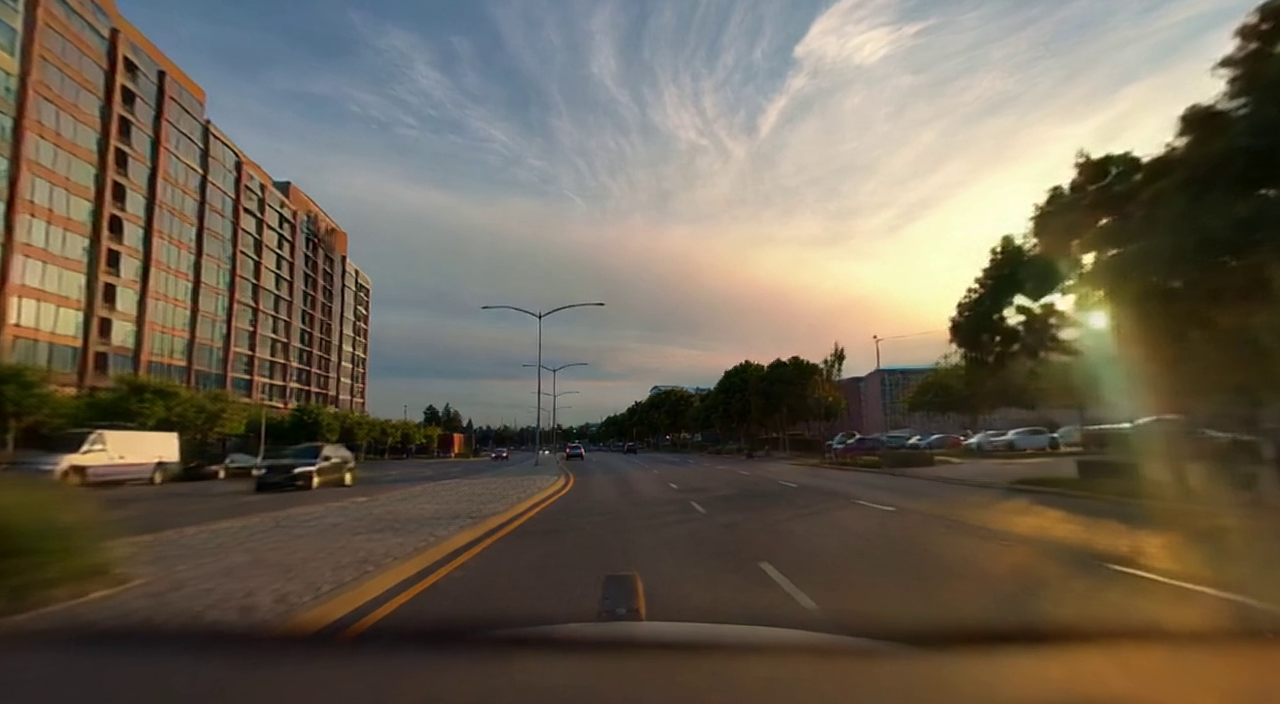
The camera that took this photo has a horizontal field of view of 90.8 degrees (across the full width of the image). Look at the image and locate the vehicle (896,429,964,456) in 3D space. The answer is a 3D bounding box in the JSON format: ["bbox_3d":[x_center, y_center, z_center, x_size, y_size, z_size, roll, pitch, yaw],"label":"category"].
[{"bbox_3d":[21.247,6.648,46.457,4.218,1.780,2.331,-1,-10,17],"label":"vehicle"}]

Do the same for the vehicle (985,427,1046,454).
[{"bbox_3d":[23.605,5.583,39.637,2.219,1.587,5.047,-8,-11,41],"label":"vehicle"}]

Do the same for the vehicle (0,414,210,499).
[{"bbox_3d":[-20.558,4.062,24.931,2.601,2.866,6.588,0,-9,-2],"label":"vehicle"}]

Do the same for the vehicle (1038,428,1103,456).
[{"bbox_3d":[26.086,5.456,38.218,4.202,1.577,2.080,7,-11,-40],"label":"vehicle"}]

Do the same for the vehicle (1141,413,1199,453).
[{"bbox_3d":[36.624,5.667,43.594,5.151,2.514,2.332,9,-13,-43],"label":"vehicle"}]

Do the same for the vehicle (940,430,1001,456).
[{"bbox_3d":[21.598,5.919,41.152,2.218,1.617,4.783,-8,-11,42],"label":"vehicle"}]

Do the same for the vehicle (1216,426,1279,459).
[{"bbox_3d":[31.253,4.501,31.353,4.313,1.549,1.851,2,-9,-17],"label":"vehicle"}]

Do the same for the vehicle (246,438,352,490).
[{"bbox_3d":[-13.199,4.331,24.759,1.927,1.828,4.112,0,-8,-2],"label":"vehicle"}]

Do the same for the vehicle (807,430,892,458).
[{"bbox_3d":[15.716,6.972,47.737,5.829,1.995,2.659,-2,-9,14],"label":"vehicle"}]
